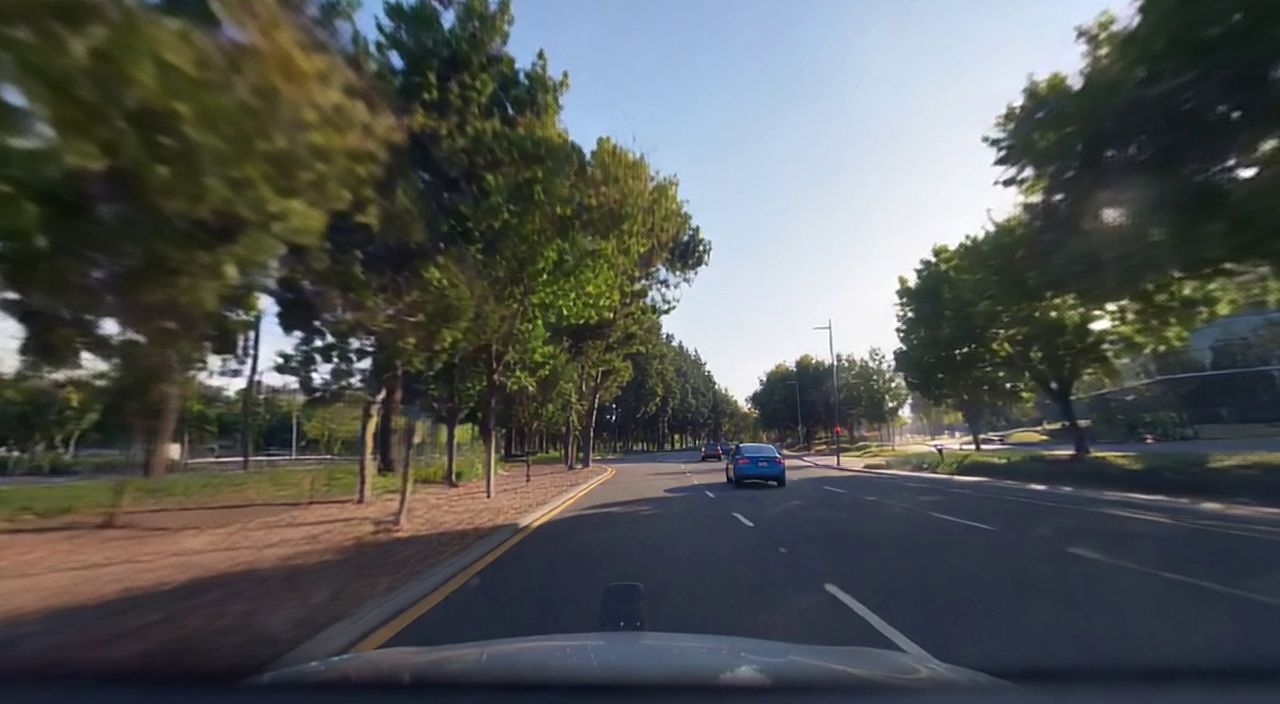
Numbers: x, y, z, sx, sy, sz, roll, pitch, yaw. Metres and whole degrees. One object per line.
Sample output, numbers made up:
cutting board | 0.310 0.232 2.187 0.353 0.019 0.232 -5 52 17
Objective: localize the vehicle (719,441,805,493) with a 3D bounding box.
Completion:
vehicle | 3.846 3.700 20.690 1.928 1.481 4.453 0 -9 0
